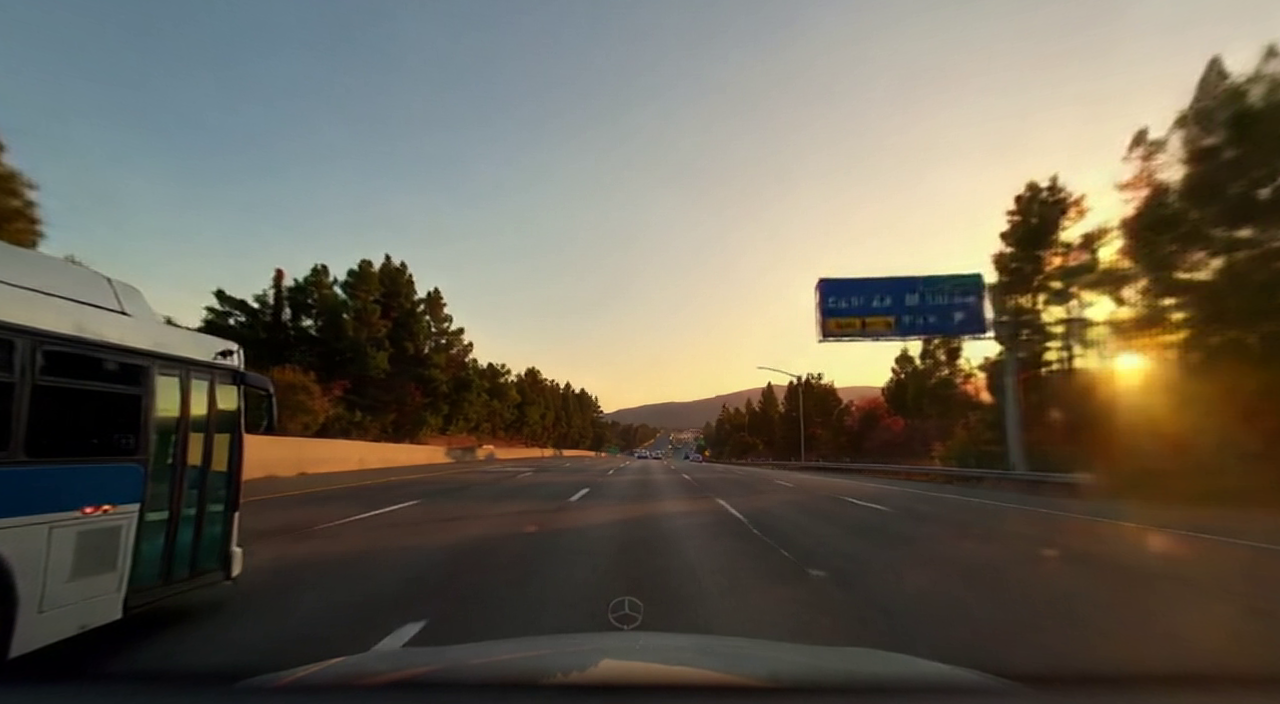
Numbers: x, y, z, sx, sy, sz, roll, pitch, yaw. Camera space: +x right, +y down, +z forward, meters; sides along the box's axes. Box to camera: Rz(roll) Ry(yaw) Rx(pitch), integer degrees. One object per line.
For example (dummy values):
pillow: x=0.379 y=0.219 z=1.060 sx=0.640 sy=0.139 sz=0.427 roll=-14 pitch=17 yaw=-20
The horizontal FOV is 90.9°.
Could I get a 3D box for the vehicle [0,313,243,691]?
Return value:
vehicle: x=-4.470 y=0.693 z=2.648 sx=2.127 sy=1.985 sz=5.205 roll=0 pitch=-8 yaw=1
